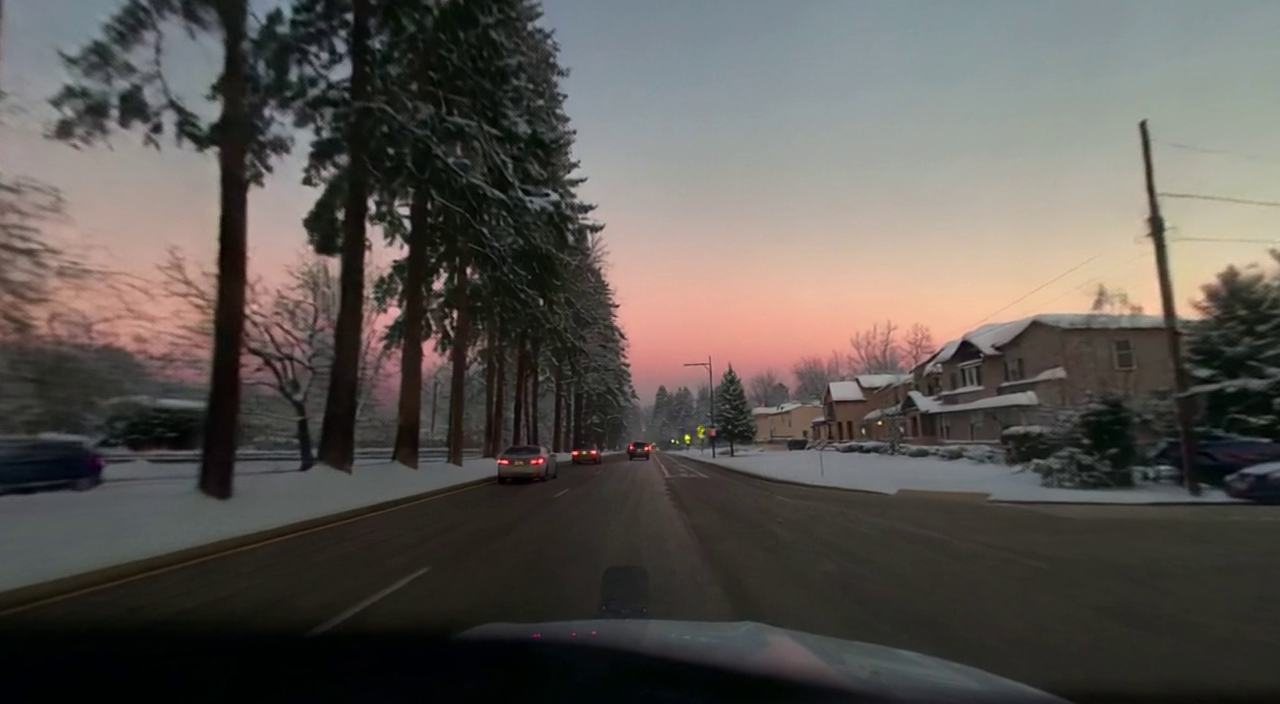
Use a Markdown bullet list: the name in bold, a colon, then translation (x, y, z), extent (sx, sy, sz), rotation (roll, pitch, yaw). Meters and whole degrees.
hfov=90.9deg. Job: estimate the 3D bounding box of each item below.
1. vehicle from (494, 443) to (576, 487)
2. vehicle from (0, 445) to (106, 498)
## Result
- **vehicle**: translation (-3.746, 4.129, 23.425), extent (2.188, 1.473, 4.651), rotation (0, -8, 1)
- **vehicle**: translation (-20.081, 3.699, 19.757), extent (2.041, 1.566, 5.174), rotation (0, -9, 1)
